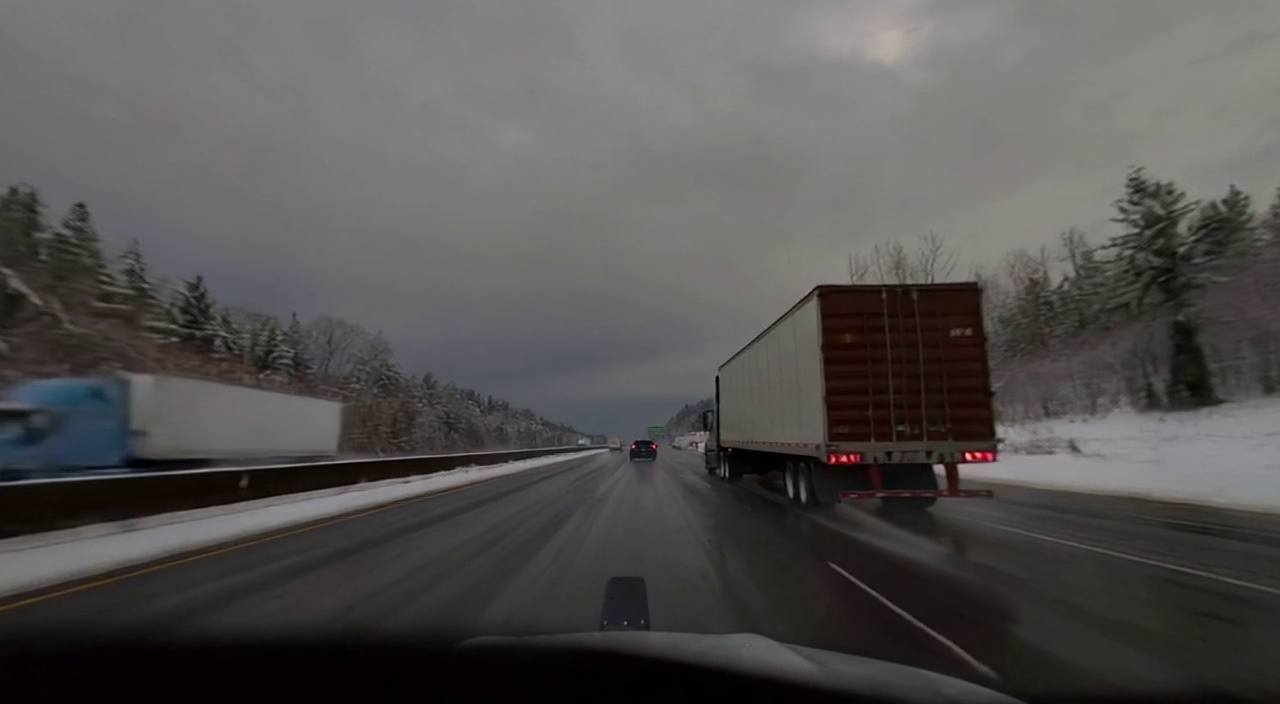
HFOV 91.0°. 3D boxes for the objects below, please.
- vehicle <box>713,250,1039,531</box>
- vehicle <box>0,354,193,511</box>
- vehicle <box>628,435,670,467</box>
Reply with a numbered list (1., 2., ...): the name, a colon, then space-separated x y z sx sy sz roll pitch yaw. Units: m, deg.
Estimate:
1. vehicle: 4.225 1.495 16.321 3.005 4.131 14.221 0 -8 0
2. vehicle: -18.849 2.631 20.398 3.210 4.212 7.175 0 -8 0
3. vehicle: 0.429 5.434 34.716 2.139 1.607 4.034 0 -8 -1
